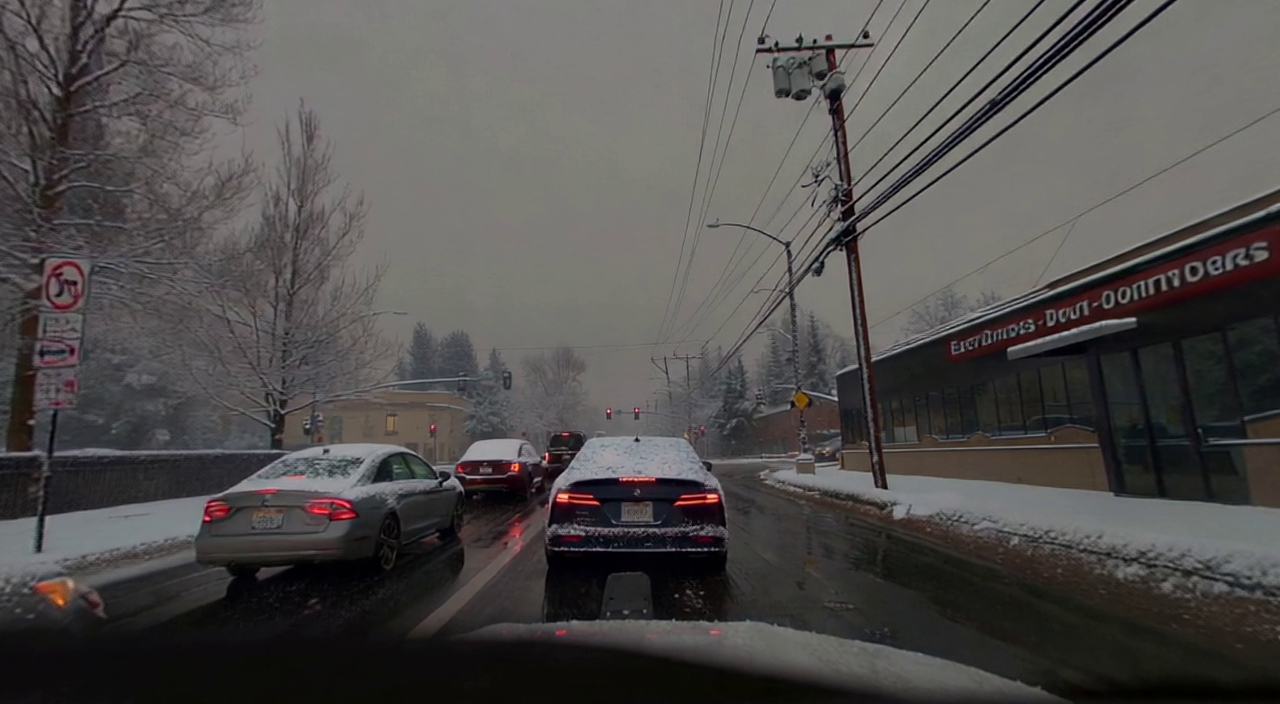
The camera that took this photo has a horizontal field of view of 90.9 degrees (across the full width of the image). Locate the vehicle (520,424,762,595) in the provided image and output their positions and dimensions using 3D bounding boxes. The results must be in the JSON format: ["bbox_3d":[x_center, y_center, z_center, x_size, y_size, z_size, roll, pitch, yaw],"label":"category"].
[{"bbox_3d":[-0.005,1.678,7.550,2.101,1.469,3.955,0,-9,0],"label":"vehicle"}]

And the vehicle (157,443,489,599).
[{"bbox_3d":[-3.227,1.762,7.485,1.765,1.319,4.013,0,-9,2],"label":"vehicle"}]
